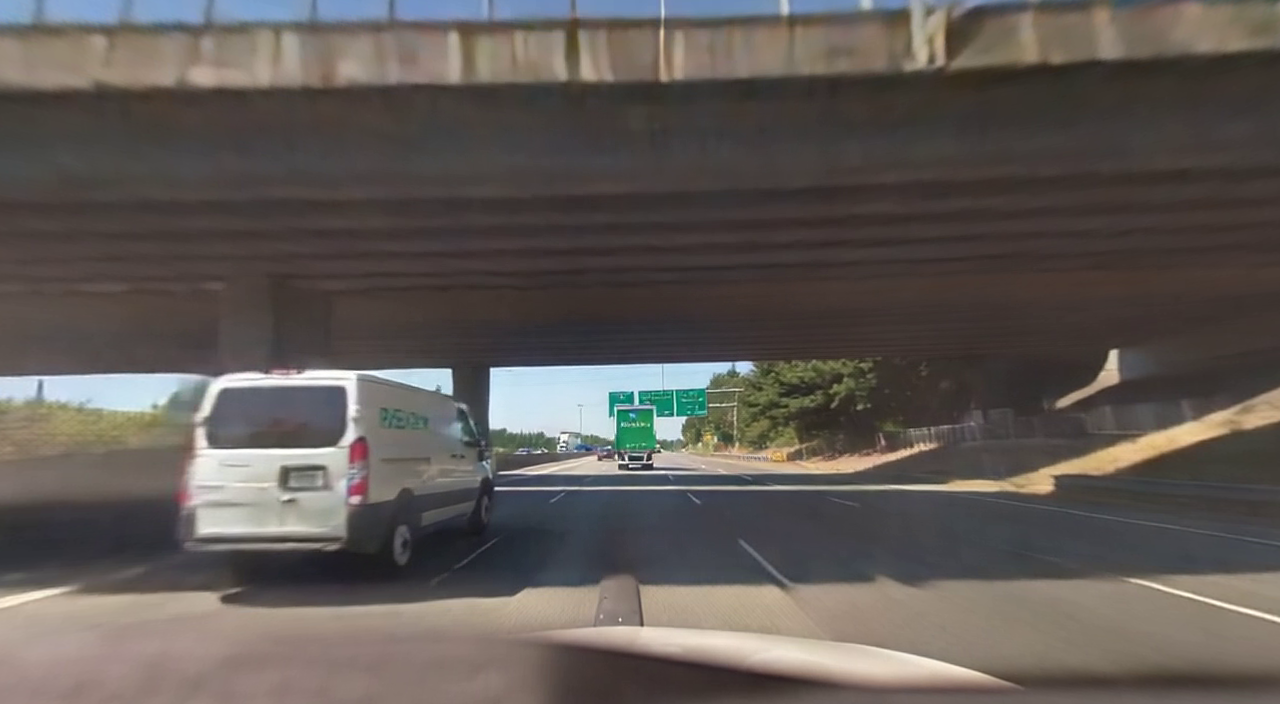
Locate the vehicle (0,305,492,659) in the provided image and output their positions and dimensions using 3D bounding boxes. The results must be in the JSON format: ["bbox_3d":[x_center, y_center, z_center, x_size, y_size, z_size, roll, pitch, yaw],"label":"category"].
[{"bbox_3d":[-3.483,1.251,6.930,2.404,2.371,5.310,0,-9,0],"label":"vehicle"}]

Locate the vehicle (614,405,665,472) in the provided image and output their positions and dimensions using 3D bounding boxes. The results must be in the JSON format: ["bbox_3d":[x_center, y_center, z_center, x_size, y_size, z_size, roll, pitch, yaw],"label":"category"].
[{"bbox_3d":[-0.127,6.138,43.897,3.025,4.002,12.709,0,-9,-1],"label":"vehicle"}]
